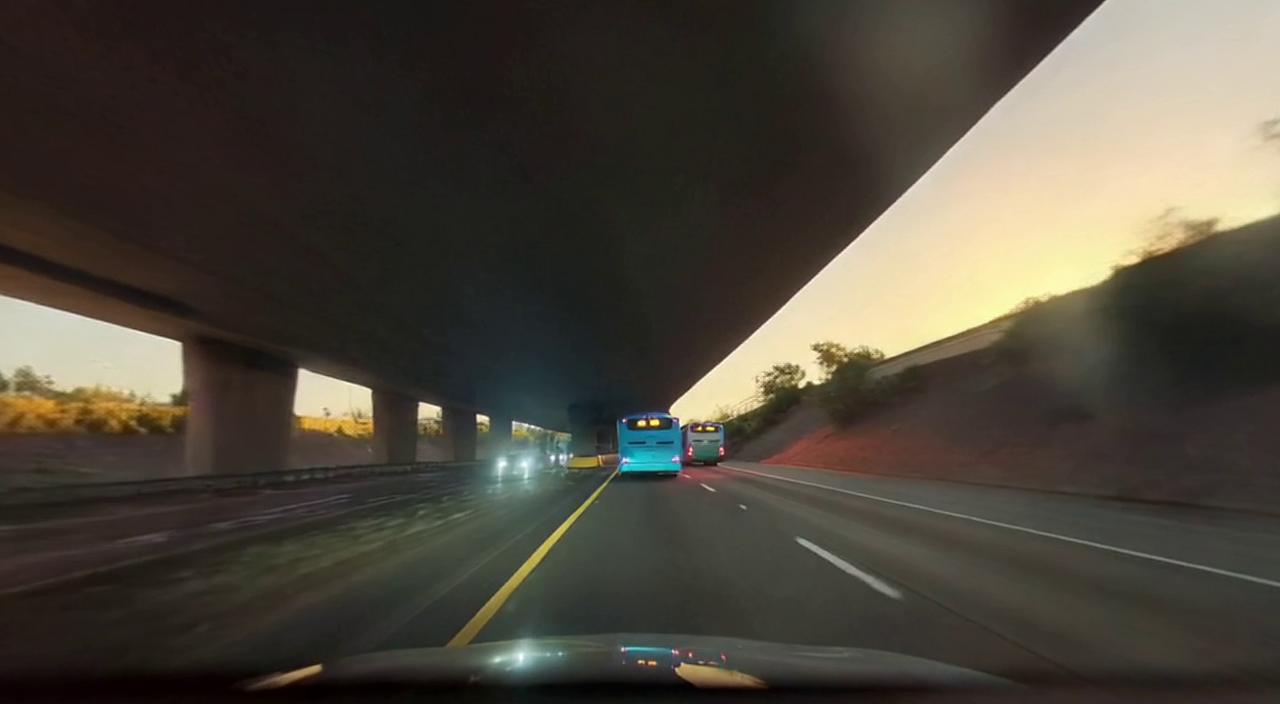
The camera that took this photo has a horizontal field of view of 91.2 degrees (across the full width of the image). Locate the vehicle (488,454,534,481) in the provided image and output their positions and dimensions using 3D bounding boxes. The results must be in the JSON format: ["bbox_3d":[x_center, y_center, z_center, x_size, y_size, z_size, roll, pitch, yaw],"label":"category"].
[{"bbox_3d":[-7.941,7.141,38.880,1.870,1.500,4.516,-1,-9,1],"label":"vehicle"}]

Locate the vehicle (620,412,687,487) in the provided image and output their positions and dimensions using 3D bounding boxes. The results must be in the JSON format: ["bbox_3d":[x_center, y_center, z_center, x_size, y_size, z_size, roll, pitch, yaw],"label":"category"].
[{"bbox_3d":[0.406,3.939,25.361,2.414,2.675,5.574,0,-9,-2],"label":"vehicle"}]
